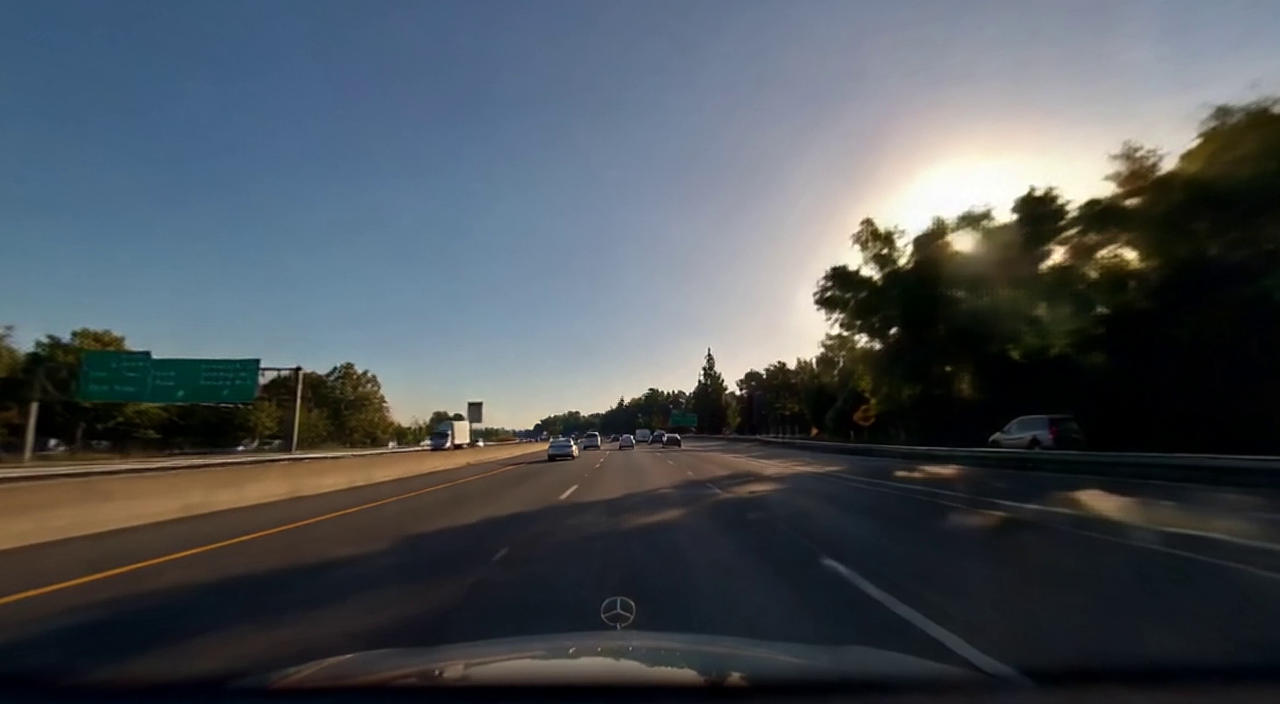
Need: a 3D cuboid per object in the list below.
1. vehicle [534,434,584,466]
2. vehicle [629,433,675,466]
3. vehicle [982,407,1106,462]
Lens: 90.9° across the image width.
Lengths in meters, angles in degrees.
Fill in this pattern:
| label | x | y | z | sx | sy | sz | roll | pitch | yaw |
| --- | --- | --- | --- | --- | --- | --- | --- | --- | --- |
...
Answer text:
| label | x | y | z | sx | sy | sz | roll | pitch | yaw |
| --- | --- | --- | --- | --- | --- | --- | --- | --- | --- |
| vehicle | -3.995 | 4.908 | 31.632 | 2.014 | 1.471 | 4.380 | 0 | -8 | -1 |
| vehicle | 0.531 | 4.888 | 31.836 | 2.086 | 1.554 | 3.875 | 0 | -8 | -2 |
| vehicle | 20.321 | 4.227 | 32.185 | 2.232 | 2.540 | 6.015 | 0 | -8 | -1 |
